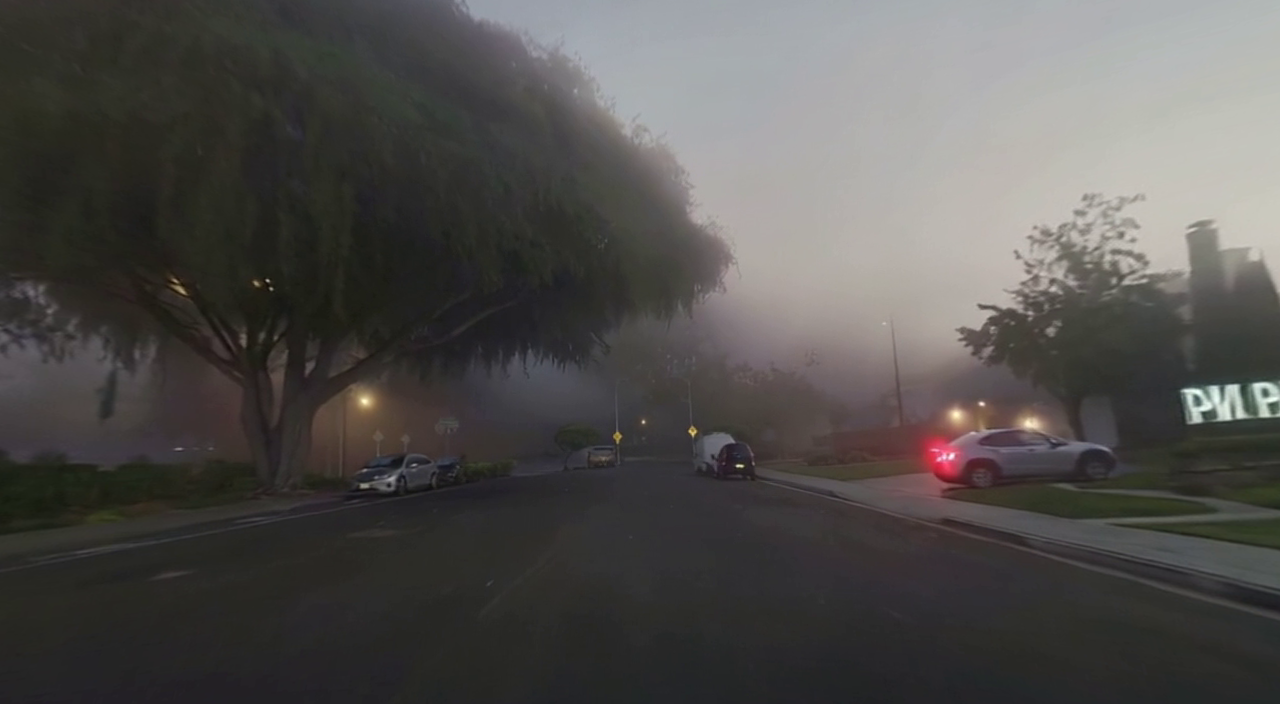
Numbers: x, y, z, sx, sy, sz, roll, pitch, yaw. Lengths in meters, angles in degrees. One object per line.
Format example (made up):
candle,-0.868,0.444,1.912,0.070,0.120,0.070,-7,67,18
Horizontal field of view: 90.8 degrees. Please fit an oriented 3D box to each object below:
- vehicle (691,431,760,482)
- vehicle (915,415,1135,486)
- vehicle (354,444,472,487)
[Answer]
vehicle,3.457,4.360,26.494,2.051,1.925,4.625,0,-9,-2
vehicle,10.550,2.740,17.630,4.733,1.843,2.005,0,-9,1
vehicle,-10.261,5.108,28.749,4.620,1.695,2.004,5,-11,-40
